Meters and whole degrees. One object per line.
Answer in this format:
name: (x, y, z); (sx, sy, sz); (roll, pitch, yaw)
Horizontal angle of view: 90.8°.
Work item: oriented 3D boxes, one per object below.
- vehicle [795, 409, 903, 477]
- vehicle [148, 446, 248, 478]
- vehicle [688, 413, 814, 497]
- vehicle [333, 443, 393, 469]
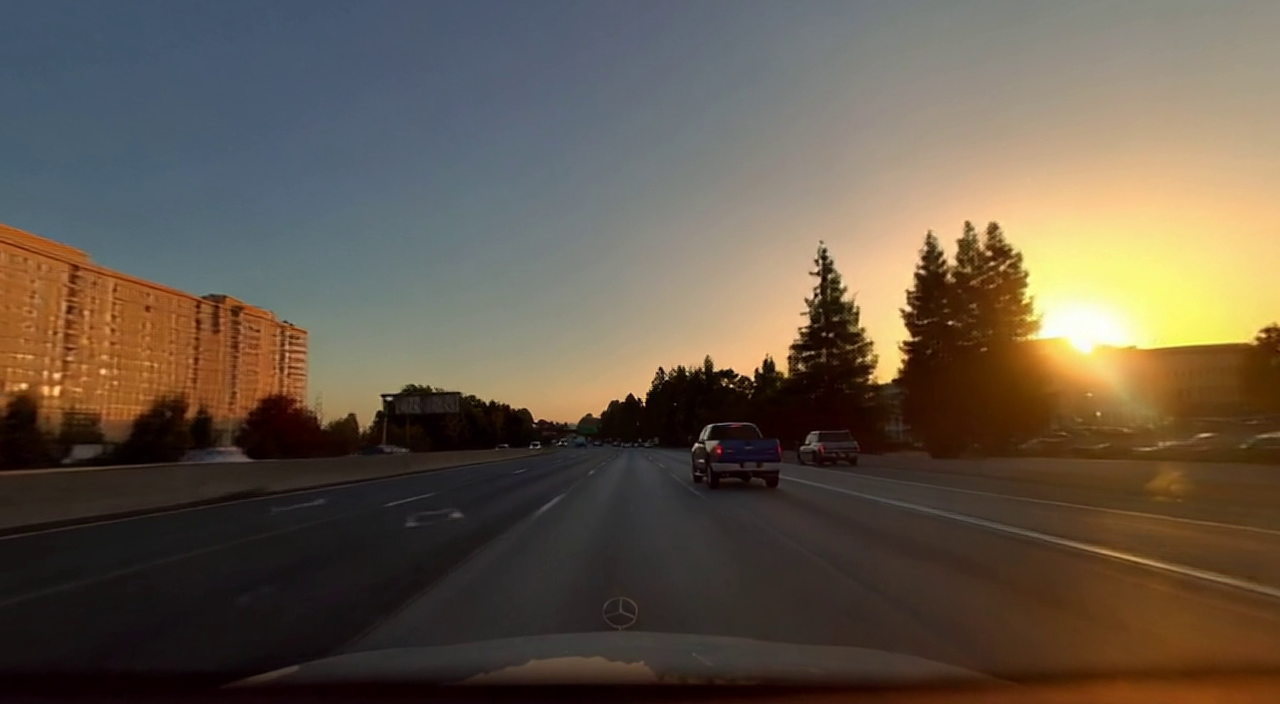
vehicle: (7.758, 3.480, 24.133); (2.158, 2.268, 5.396); (0, -8, -1)
vehicle: (-27.283, 6.753, 39.308); (2.116, 1.812, 5.613); (0, -8, 0)
vehicle: (2.845, 2.819, 17.560); (2.462, 1.984, 4.718); (0, -8, -2)
vehicle: (-19.217, 7.236, 44.051); (2.056, 1.681, 4.519); (0, -8, 0)
